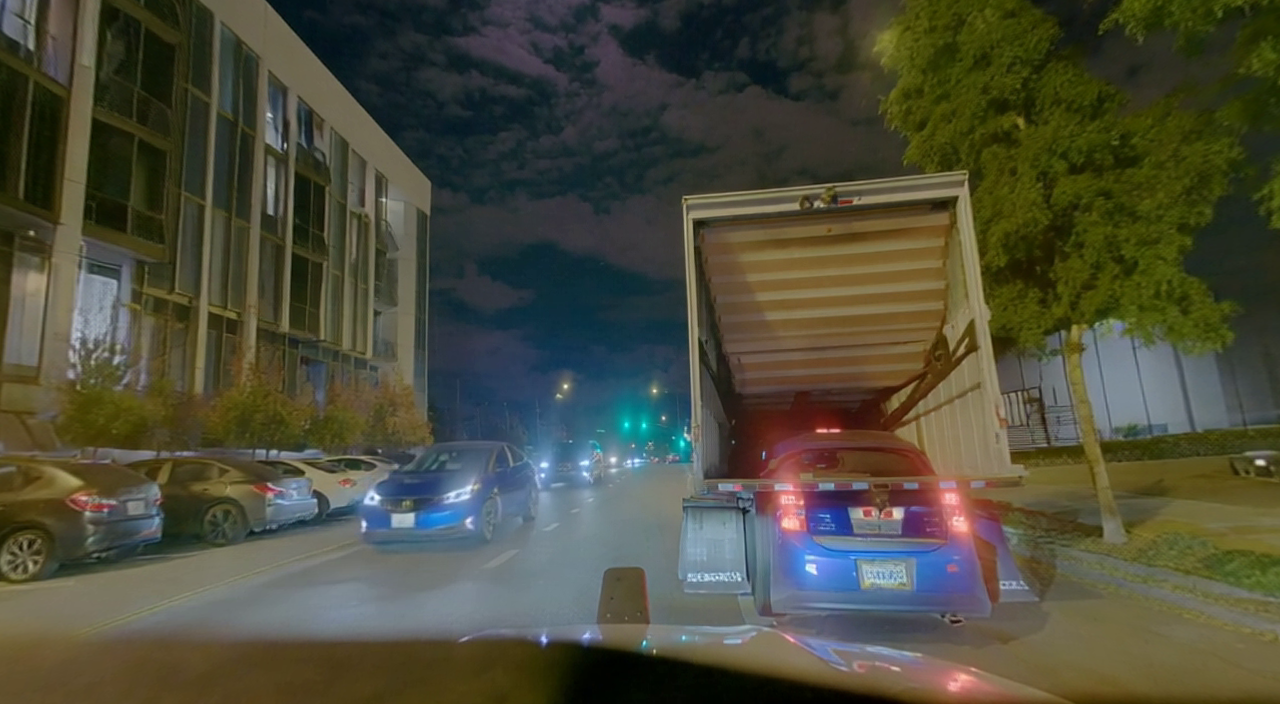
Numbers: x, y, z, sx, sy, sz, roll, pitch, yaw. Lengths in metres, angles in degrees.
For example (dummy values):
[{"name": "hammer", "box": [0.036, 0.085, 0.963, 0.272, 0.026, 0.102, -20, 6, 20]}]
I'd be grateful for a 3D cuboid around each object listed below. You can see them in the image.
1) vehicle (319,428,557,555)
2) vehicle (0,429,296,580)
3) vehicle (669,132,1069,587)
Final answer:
[{"name": "vehicle", "box": [-2.833, 2.061, 10.105, 2.183, 1.563, 4.257, 0, -8, 3]}, {"name": "vehicle", "box": [-8.161, 2.101, 9.228, 5.022, 1.872, 2.137, 7, -11, -41]}, {"name": "vehicle", "box": [2.532, 0.818, 11.392, 3.320, 4.034, 11.553, -1, -8, 6]}]
